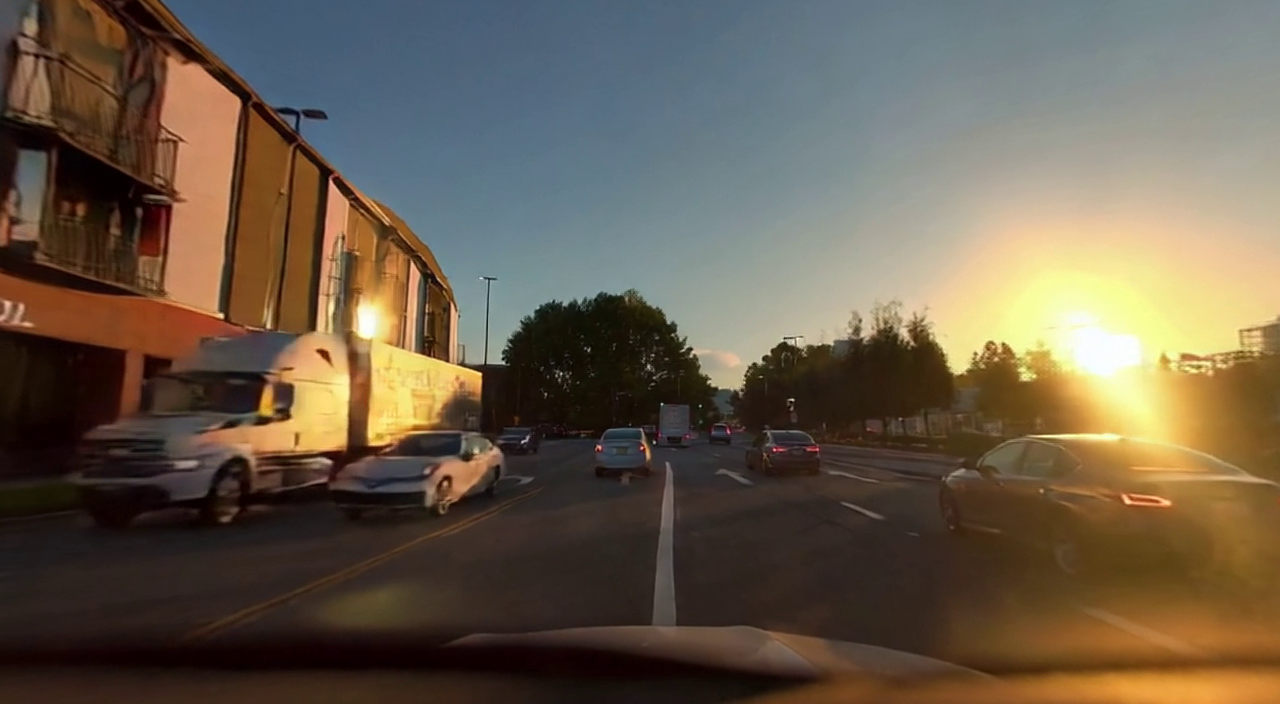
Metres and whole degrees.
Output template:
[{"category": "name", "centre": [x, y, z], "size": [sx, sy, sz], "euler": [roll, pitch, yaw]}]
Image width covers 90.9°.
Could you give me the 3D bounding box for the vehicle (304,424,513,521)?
[{"category": "vehicle", "centre": [-3.944, 2.115, 11.744], "size": [1.964, 1.428, 4.481], "euler": [0, -8, 4]}]

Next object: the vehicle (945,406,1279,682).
[{"category": "vehicle", "centre": [4.496, 1.224, 4.896], "size": [2.081, 1.434, 4.833], "euler": [0, -8, 3]}]

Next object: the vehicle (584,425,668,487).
[{"category": "vehicle", "centre": [-0.314, 2.722, 16.843], "size": [1.991, 1.472, 3.518], "euler": [0, -8, 1]}]

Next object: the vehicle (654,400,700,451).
[{"category": "vehicle", "centre": [2.625, 5.545, 46.836], "size": [2.917, 3.482, 6.946], "euler": [0, -8, -1]}]

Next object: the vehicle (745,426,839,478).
[{"category": "vehicle", "centre": [4.670, 3.128, 19.972], "size": [1.889, 1.480, 3.876], "euler": [0, -8, -2]}]

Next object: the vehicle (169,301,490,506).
[{"category": "vehicle", "centre": [-6.981, 1.605, 16.828], "size": [2.986, 3.821, 10.059], "euler": [0, -8, 3]}]
